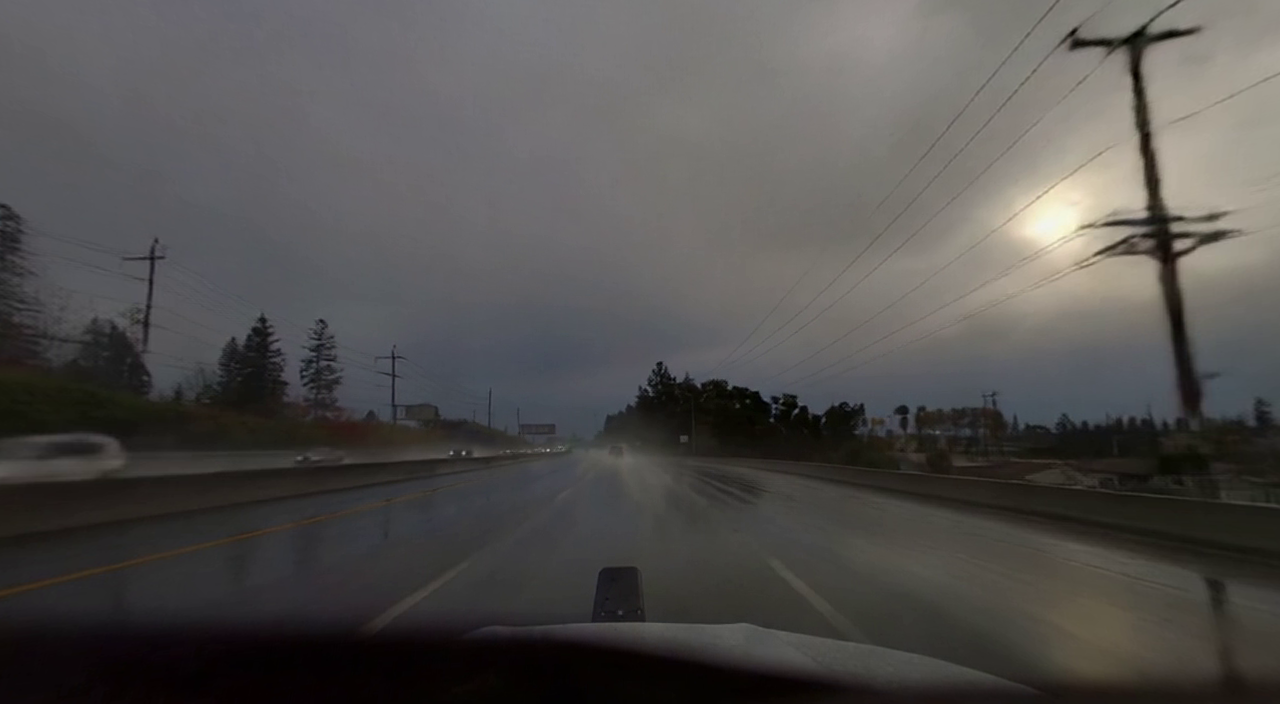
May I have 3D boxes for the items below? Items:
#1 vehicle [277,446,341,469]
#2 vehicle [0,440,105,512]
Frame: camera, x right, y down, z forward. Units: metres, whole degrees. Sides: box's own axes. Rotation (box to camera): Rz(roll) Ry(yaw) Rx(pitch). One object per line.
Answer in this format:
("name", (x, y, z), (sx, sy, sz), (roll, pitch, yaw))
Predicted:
("vehicle", (-22.374, 7.157, 42.939), (1.947, 1.465, 4.594), (0, -8, -2))
("vehicle", (-14.117, 2.580, 13.212), (1.914, 1.477, 4.524), (0, -8, -1))
